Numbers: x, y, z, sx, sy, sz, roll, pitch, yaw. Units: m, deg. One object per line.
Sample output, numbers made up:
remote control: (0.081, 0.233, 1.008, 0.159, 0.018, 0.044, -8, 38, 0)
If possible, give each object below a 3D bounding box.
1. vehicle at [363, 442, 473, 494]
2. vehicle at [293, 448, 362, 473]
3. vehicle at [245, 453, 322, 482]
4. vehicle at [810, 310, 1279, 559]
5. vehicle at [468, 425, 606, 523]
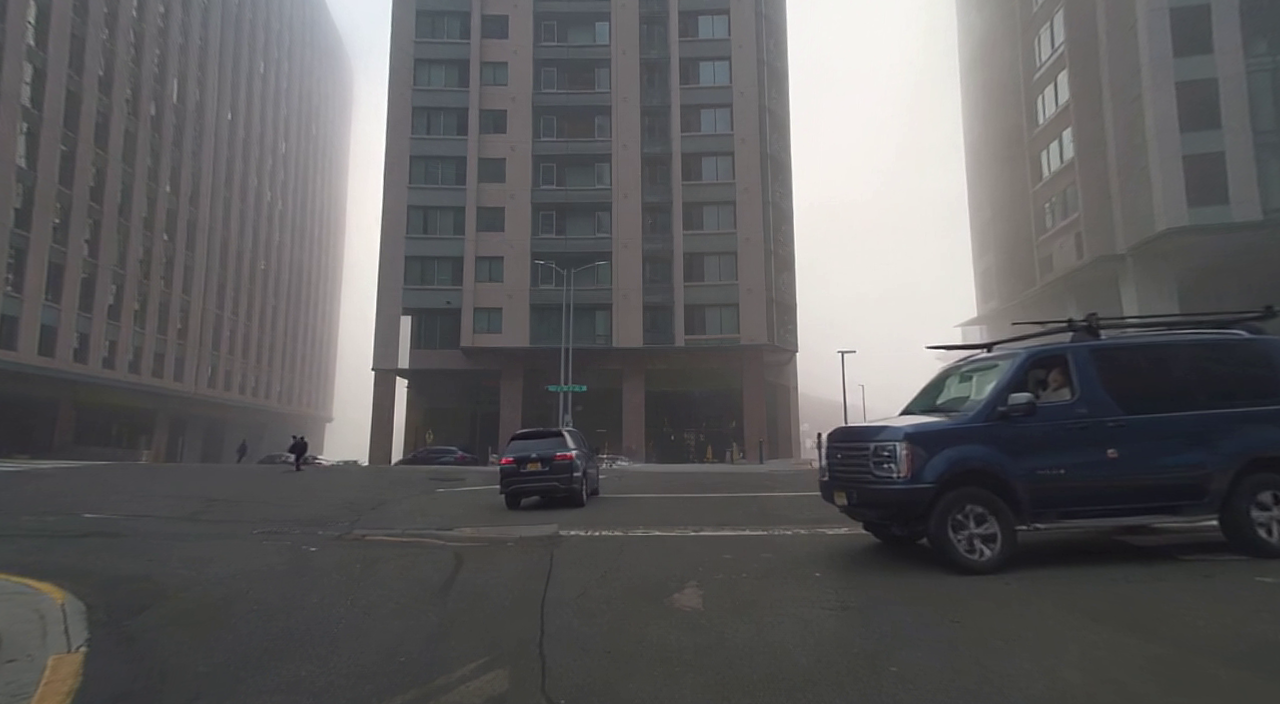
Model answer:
vehicle: (-8.155, 4.268, 23.675, 2.395, 1.719, 4.549, 0, -8, 1)
vehicle: (-19.884, 6.935, 40.310, 3.692, 1.509, 1.803, 3, -9, -20)
vehicle: (-19.434, 6.296, 34.516, 3.467, 1.456, 1.649, 4, -9, -24)
vehicle: (6.074, 1.065, 8.263, 6.932, 2.753, 2.446, 0, -8, 1)
vehicle: (-1.947, 2.487, 13.356, 2.144, 1.733, 4.115, 0, -8, 1)
